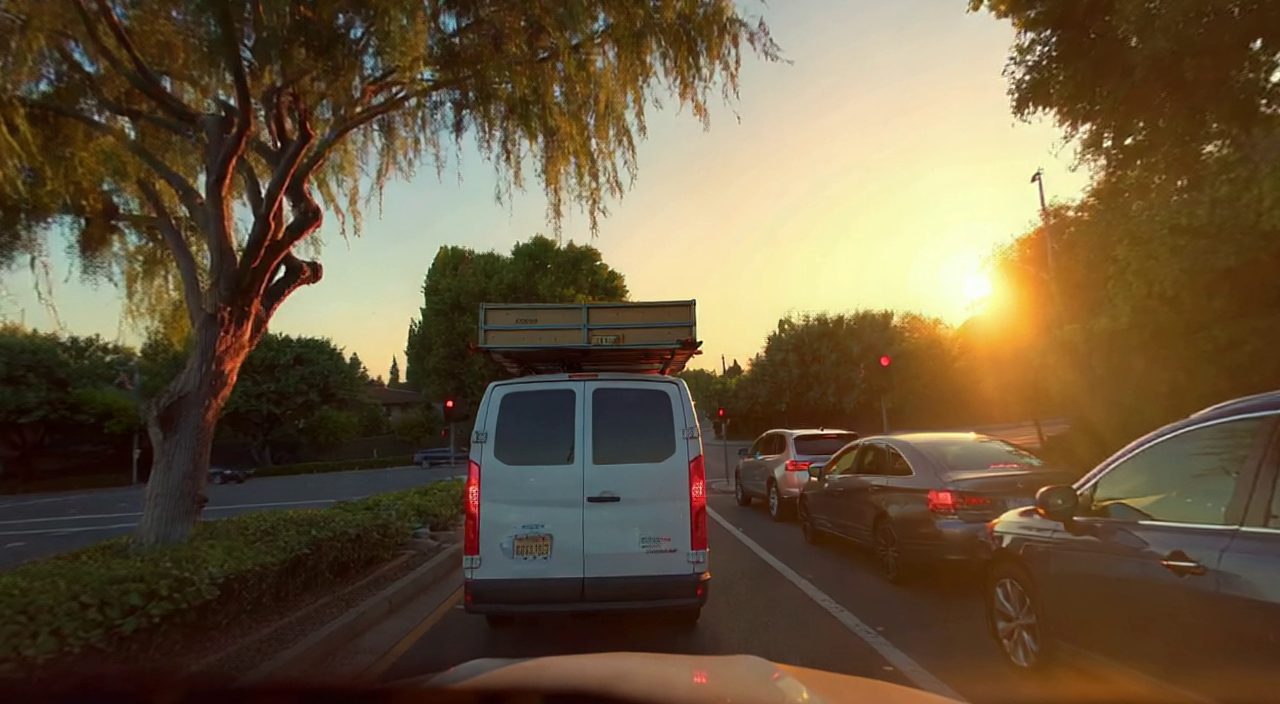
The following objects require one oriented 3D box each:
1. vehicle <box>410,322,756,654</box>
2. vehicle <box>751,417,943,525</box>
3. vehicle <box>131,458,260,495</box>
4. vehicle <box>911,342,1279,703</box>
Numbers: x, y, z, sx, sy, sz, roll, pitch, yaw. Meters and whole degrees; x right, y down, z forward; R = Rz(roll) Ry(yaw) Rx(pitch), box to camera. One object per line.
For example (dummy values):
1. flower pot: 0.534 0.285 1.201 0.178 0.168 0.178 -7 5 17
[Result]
1. vehicle: -0.364 1.157 6.195 2.145 2.089 4.309 0 -9 0
2. vehicle: 3.696 2.215 12.271 2.024 1.692 4.252 1 -9 -4
3. vehicle: -20.800 5.820 29.782 4.501 1.613 1.852 2 -9 -12
4. vehicle: 3.459 0.944 3.415 1.965 1.671 4.146 0 -9 -3
